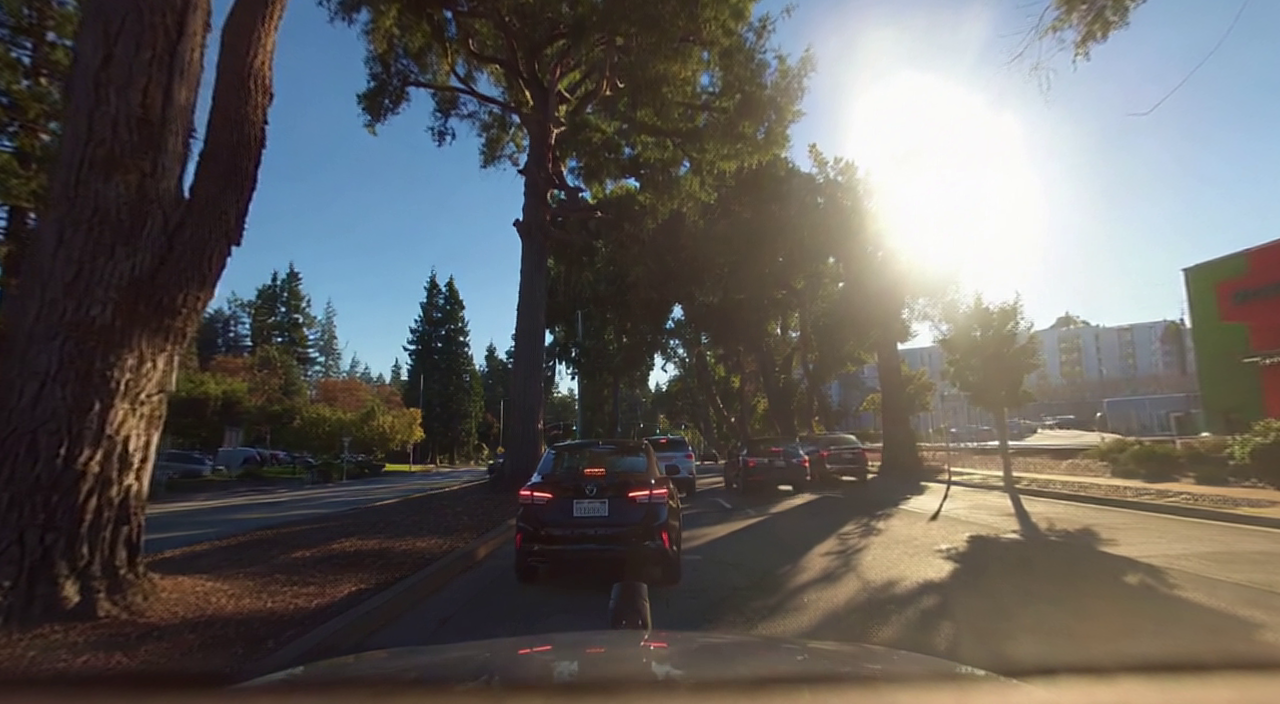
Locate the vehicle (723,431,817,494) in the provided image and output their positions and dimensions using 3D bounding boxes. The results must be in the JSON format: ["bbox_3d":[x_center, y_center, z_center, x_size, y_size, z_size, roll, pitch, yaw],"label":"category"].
[{"bbox_3d":[3.751,3.266,18.907,1.946,1.648,4.230,0,-8,0],"label":"vehicle"}]

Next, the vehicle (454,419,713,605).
[{"bbox_3d":[-0.488,1.612,7.222,2.111,1.506,4.018,0,-8,-1],"label":"vehicle"}]

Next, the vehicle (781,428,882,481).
[{"bbox_3d":[7.394,4.021,24.915,2.253,1.854,5.409,0,-8,0],"label":"vehicle"}]
